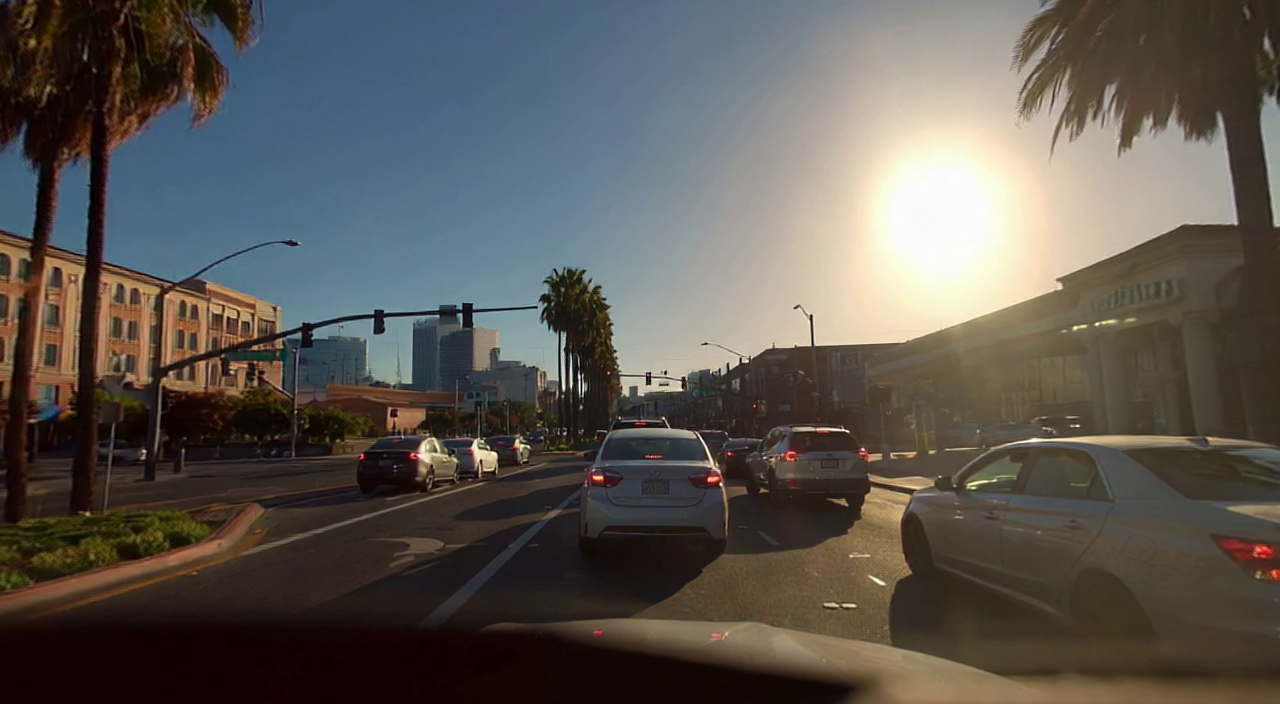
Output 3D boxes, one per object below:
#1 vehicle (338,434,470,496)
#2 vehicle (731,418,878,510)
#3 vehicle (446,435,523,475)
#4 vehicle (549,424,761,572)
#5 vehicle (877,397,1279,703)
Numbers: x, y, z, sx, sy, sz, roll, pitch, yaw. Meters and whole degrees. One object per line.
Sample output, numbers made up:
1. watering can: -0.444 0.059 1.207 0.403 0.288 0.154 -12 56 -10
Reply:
1. vehicle: -6.281 3.048 17.370 1.900 1.487 4.165 0 -8 2
2. vehicle: 3.477 2.462 14.300 2.169 1.751 4.276 0 -8 0
3. vehicle: -6.083 4.092 25.207 1.822 1.456 4.396 0 -8 2
4. vehicle: 0.163 1.782 8.453 2.140 1.474 4.026 0 -8 0
5. vehicle: 3.533 1.218 4.474 1.910 1.490 4.661 0 -8 1
